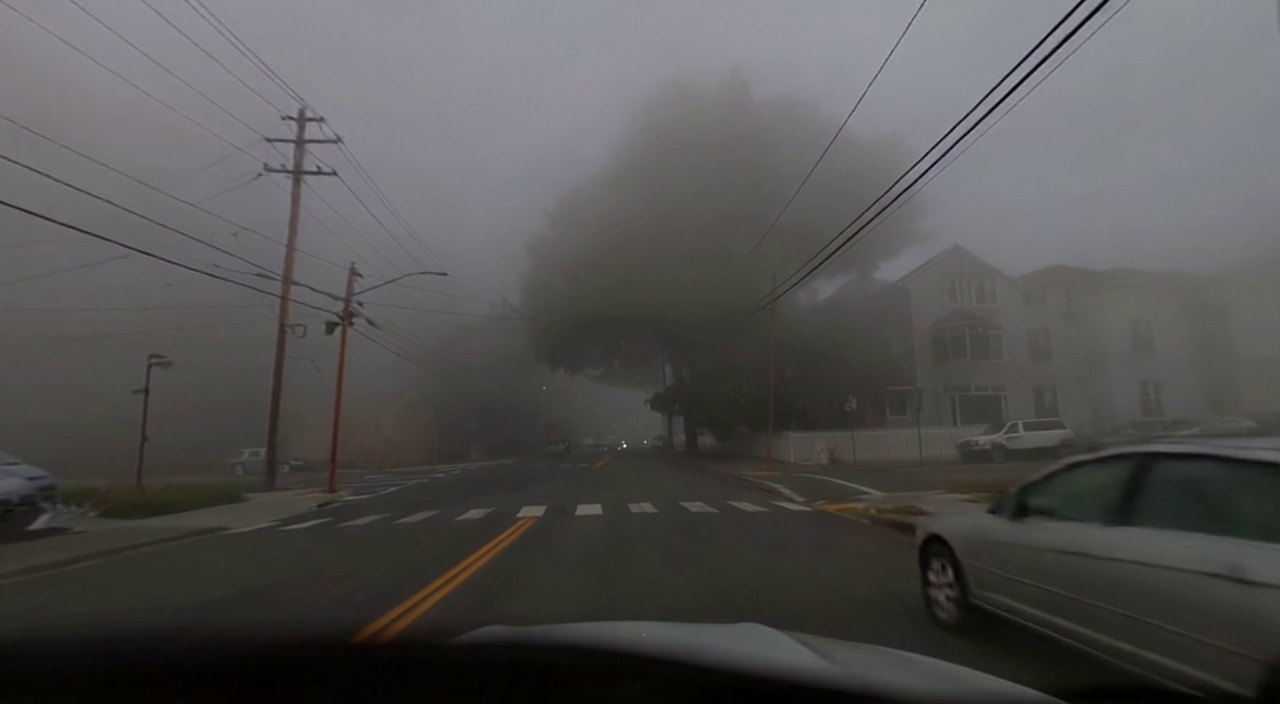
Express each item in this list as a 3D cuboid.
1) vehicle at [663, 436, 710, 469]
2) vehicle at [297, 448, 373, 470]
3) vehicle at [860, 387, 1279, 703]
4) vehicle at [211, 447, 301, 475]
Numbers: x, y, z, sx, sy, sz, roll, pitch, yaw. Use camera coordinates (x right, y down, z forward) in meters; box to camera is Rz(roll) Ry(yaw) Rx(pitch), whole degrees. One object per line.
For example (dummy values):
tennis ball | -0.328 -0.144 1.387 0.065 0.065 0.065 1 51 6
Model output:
vehicle | 2.391 5.300 33.532 1.999 1.604 4.065 0 -9 -2
vehicle | -22.013 7.707 45.775 1.797 1.446 4.694 -4 -10 30
vehicle | 3.080 1.049 3.245 2.053 1.501 4.765 0 -9 -2
vehicle | -25.042 7.103 41.335 1.814 1.462 4.703 -8 -10 30
